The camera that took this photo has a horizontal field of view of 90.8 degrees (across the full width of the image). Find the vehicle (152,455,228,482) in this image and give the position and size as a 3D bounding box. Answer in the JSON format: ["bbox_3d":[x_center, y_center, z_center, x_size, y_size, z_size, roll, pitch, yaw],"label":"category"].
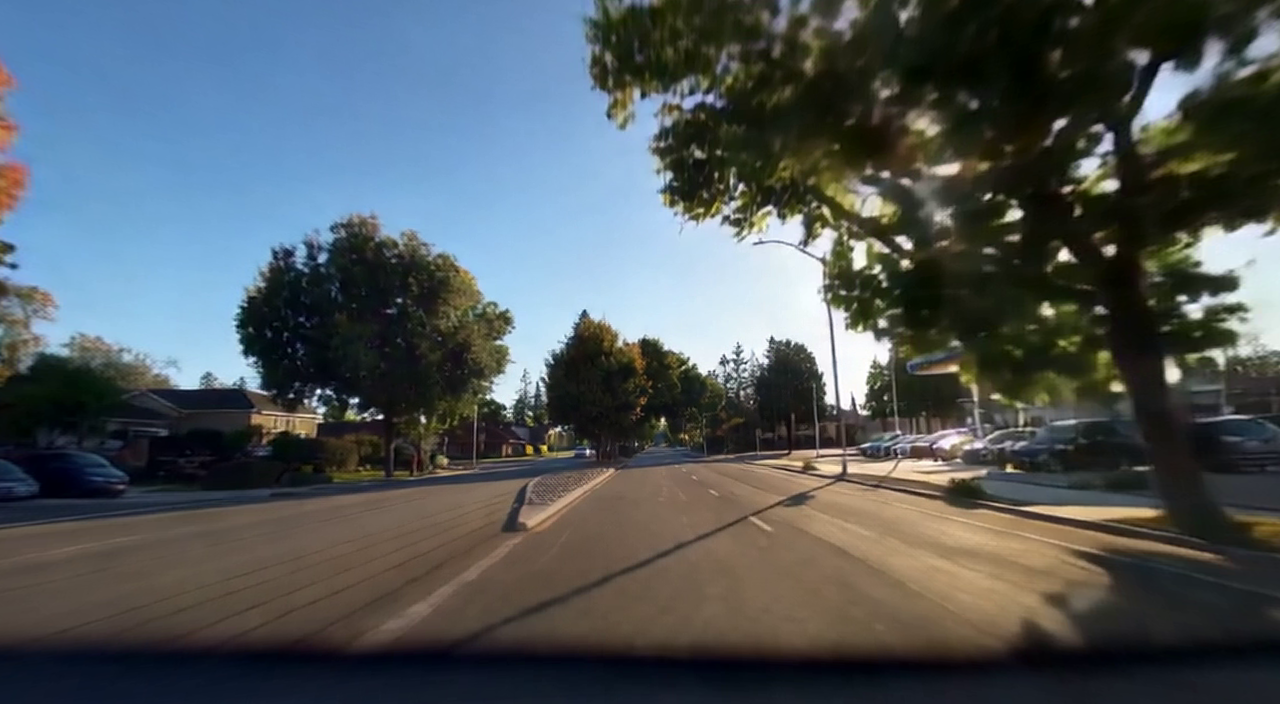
[{"bbox_3d":[-26.609,6.868,37.481,1.768,1.465,3.569,-1,-8,3],"label":"vehicle"}]

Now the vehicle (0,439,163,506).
[{"bbox_3d":[-19.840,4.007,21.731,2.280,1.968,5.805,0,-8,0],"label":"vehicle"}]

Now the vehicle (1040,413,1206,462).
[{"bbox_3d":[17.592,3.151,23.171,4.426,1.700,2.077,0,-8,-4],"label":"vehicle"}]

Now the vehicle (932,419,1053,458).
[{"bbox_3d":[16.909,4.181,30.494,4.594,1.751,2.071,0,-8,-1],"label":"vehicle"}]
